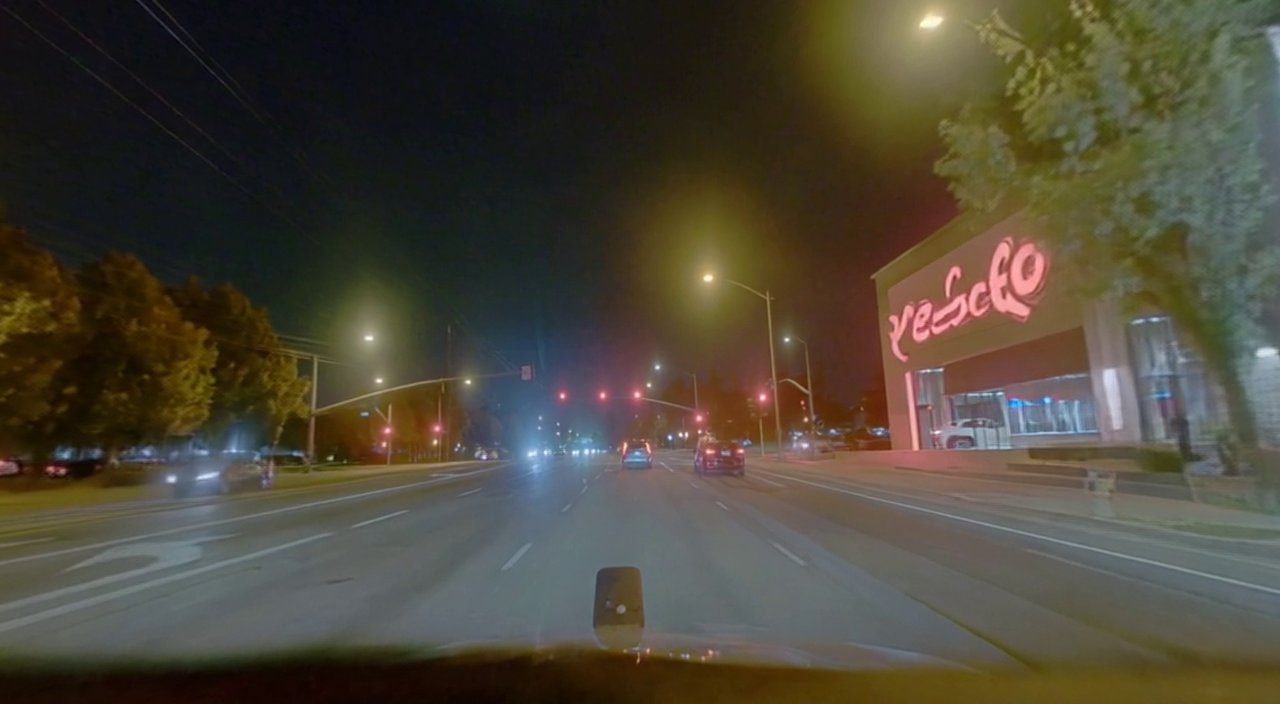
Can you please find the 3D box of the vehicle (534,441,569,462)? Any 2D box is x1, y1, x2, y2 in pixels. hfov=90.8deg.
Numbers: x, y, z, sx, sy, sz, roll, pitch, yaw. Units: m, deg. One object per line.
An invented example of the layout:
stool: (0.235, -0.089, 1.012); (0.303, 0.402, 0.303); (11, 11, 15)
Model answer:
vehicle: (-6.630, 7.489, 47.633); (1.954, 1.473, 4.350); (0, -8, 1)

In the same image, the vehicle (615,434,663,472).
vehicle: (-0.127, 4.839, 30.528); (2.146, 1.685, 4.003); (0, -9, -2)

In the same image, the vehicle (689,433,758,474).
vehicle: (3.561, 4.448, 27.881); (2.198, 1.660, 4.512); (0, -9, -3)

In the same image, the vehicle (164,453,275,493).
vehicle: (-18.034, 5.170, 27.393); (1.832, 1.515, 4.369); (0, -9, -1)

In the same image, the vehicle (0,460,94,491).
vehicle: (-34.287, 6.993, 35.902); (4.508, 1.542, 1.883); (5, -10, -30)

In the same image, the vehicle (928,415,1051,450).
vehicle: (15.645, 3.653, 28.465); (4.344, 1.512, 1.936); (-1, -9, 6)

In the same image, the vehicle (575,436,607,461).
vehicle: (-3.579, 7.166, 46.940); (2.106, 1.778, 4.444); (0, -9, 0)
